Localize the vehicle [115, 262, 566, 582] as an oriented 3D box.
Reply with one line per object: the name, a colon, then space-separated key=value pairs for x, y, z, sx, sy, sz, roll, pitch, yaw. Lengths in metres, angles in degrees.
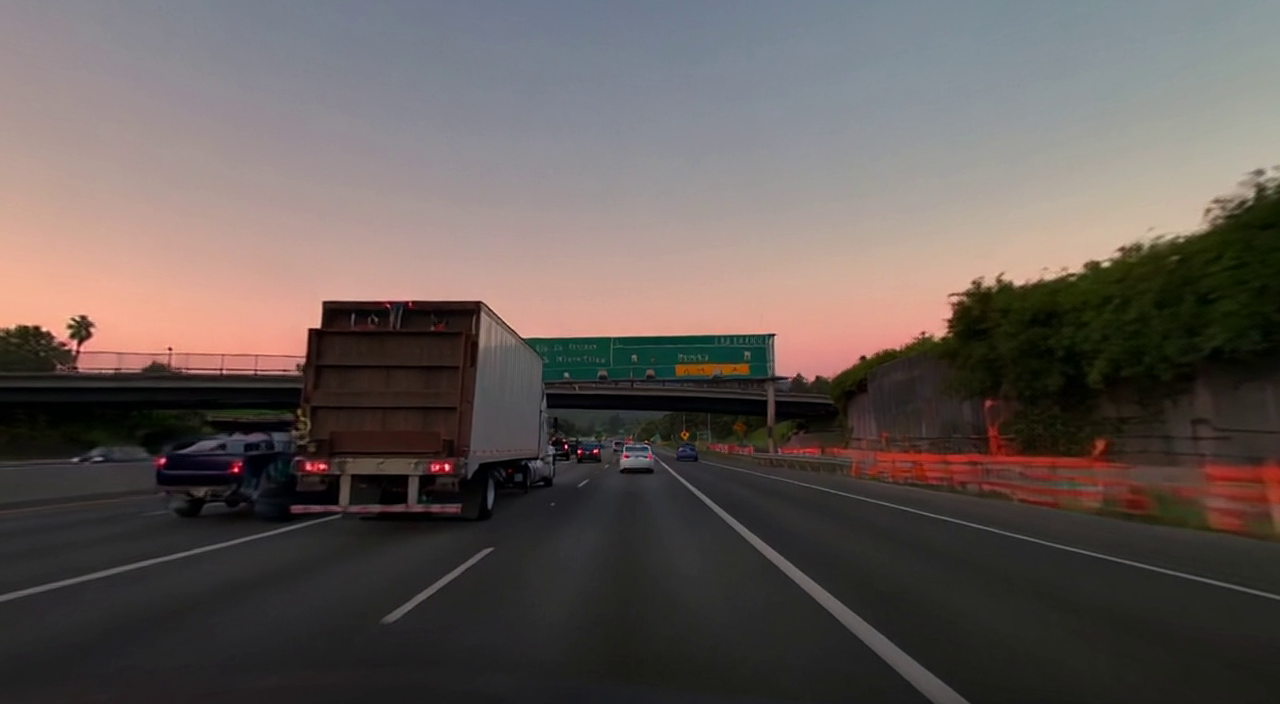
vehicle: x=-3.672 y=1.449 z=12.013 sx=3.075 sy=3.276 sz=11.073 roll=0 pitch=-8 yaw=1

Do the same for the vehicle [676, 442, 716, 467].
vehicle: x=3.415 y=6.373 z=39.334 sx=2.003 sy=1.465 sz=4.092 roll=0 pitch=-8 yaw=-1

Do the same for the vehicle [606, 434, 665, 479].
vehicle: x=-0.182 y=4.329 z=26.436 sx=2.270 sy=1.696 sz=4.061 roll=0 pitch=-8 yaw=0
